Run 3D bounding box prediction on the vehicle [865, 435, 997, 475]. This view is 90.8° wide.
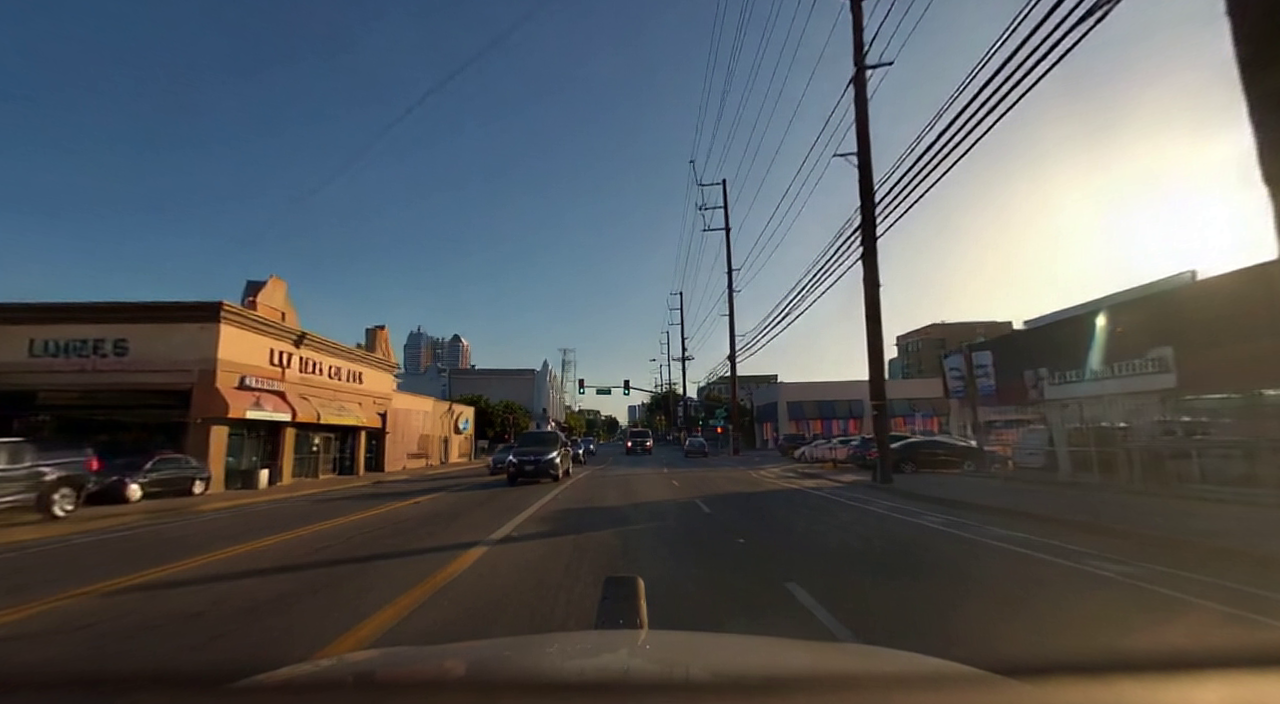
[{"bbox_3d":[11.327,4.044,24.854,4.238,1.464,1.862,-1,-9,2],"label":"vehicle"}]

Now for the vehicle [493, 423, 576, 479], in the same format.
[{"bbox_3d":[-3.912,3.820,24.557,2.277,1.904,5.583,0,-8,0],"label":"vehicle"}]

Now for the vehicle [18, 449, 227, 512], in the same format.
[{"bbox_3d":[-14.295,3.521,17.897,1.960,1.503,4.505,-1,-9,3],"label":"vehicle"}]

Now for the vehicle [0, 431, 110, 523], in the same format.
[{"bbox_3d":[-13.875,2.535,12.790,2.044,1.830,4.800,-1,-8,1],"label":"vehicle"}]

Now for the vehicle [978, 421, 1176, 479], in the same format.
[{"bbox_3d":[15.011,3.383,21.937,5.307,1.877,2.052,0,-8,-1],"label":"vehicle"}]

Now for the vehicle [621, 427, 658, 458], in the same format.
[{"bbox_3d":[-0.004,7.170,49.873,2.683,2.295,6.404,0,-8,1],"label":"vehicle"}]

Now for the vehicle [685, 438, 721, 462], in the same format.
[{"bbox_3d":[4.158,6.599,42.606,1.926,1.482,4.442,0,-8,0],"label":"vehicle"}]
